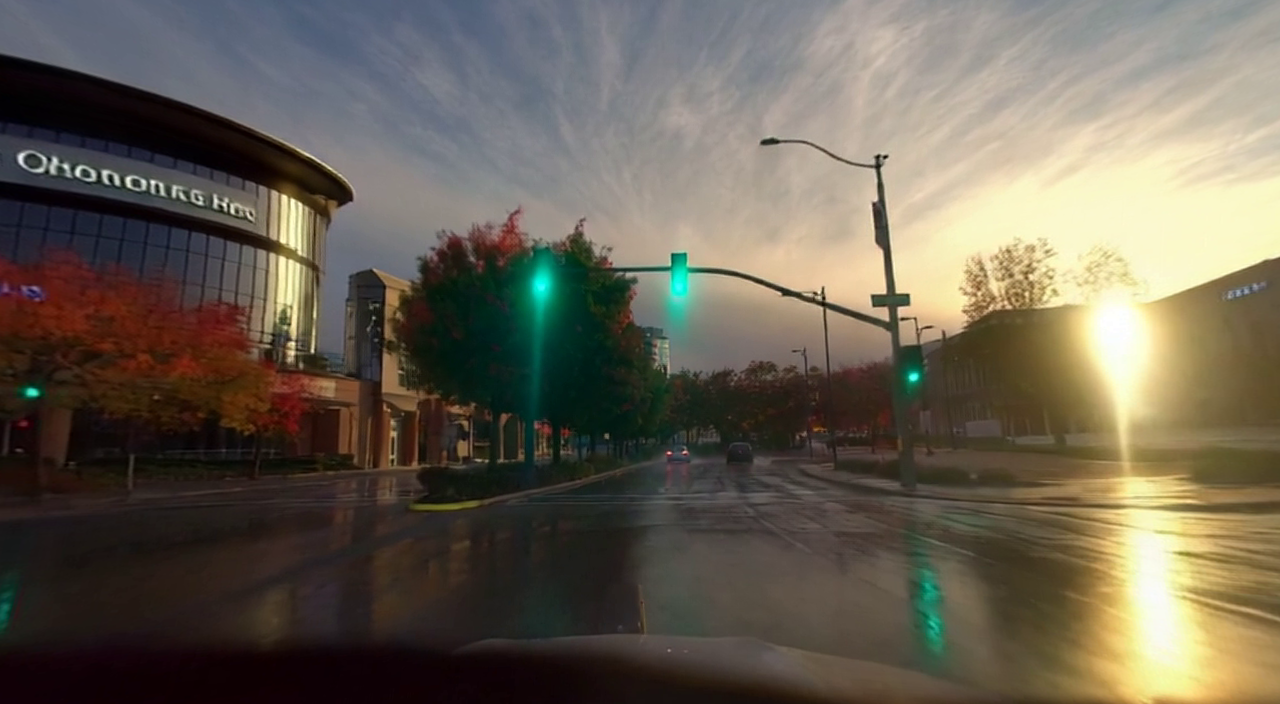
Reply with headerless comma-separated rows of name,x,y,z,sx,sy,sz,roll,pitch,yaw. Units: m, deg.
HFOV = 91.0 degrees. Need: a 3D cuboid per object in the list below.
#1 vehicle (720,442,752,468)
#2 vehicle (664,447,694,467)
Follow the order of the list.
vehicle,7.002,7.578,46.471,2.174,1.749,4.739,-1,-9,7
vehicle,3.135,8.291,49.855,2.014,1.525,4.197,-1,-9,8
